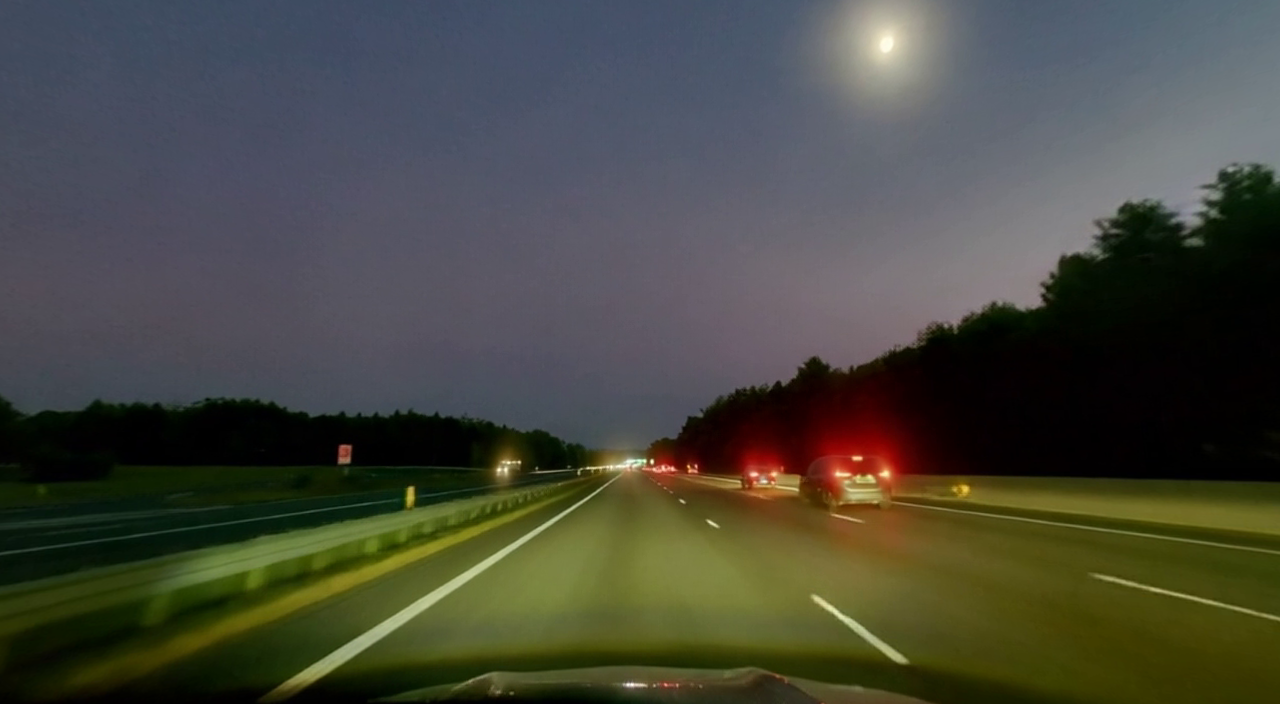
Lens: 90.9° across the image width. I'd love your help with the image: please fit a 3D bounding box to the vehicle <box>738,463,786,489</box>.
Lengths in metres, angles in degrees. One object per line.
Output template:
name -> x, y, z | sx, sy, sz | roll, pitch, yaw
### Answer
vehicle -> 7.481, 7.686, 39.059 | 2.024, 1.476, 4.352 | 1, -10, -2
